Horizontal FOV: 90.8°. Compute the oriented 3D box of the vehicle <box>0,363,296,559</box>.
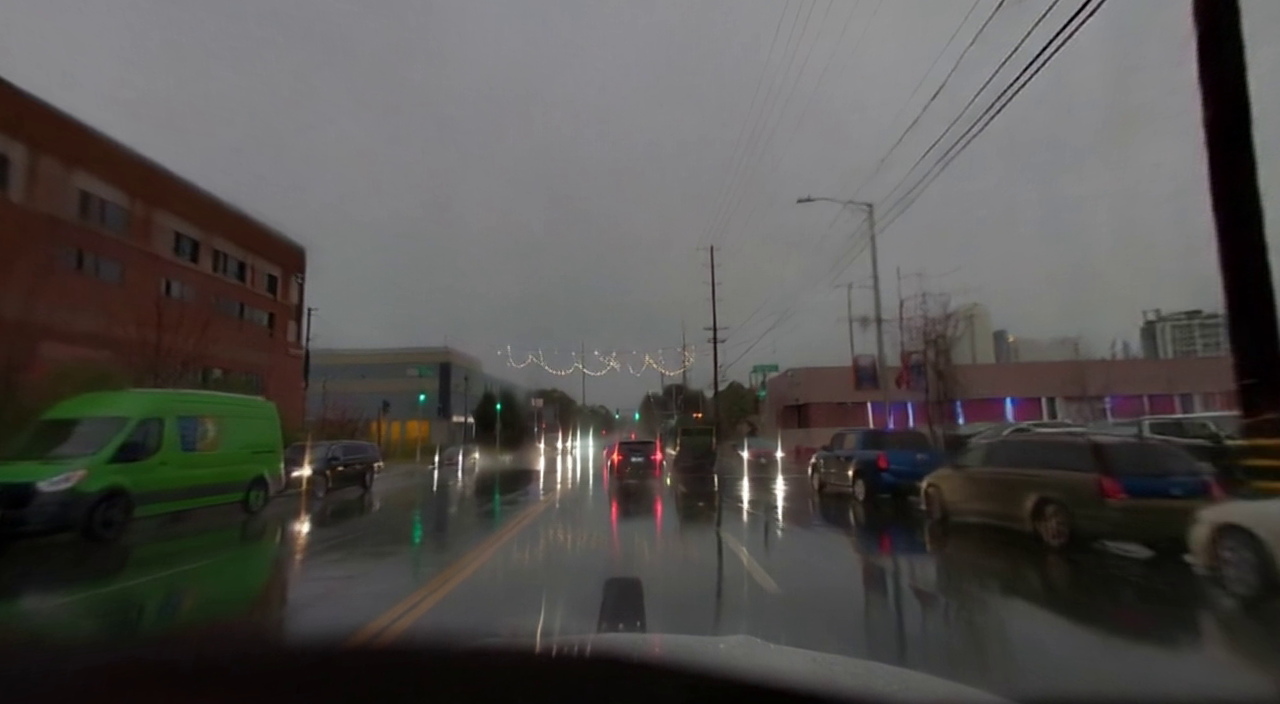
[{"bbox_3d":[-9.451,1.936,11.786,2.724,2.739,5.663,0,-8,1],"label":"vehicle"}]

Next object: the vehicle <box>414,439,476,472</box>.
[{"bbox_3d":[-10.071,5.388,32.932,1.962,1.529,4.109,2,-9,-1],"label":"vehicle"}]

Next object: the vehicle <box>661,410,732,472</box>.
[{"bbox_3d":[2.451,4.150,29.498,2.649,2.583,5.800,0,-8,-1],"label":"vehicle"}]

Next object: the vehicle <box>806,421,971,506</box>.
[{"bbox_3d":[5.938,2.734,15.942,2.079,1.788,4.974,0,-8,0],"label":"vehicle"}]

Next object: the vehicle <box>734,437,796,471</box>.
[{"bbox_3d":[5.696,4.704,29.338,1.824,1.481,4.057,0,-8,-4],"label":"vehicle"}]

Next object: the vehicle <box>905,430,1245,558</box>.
[{"bbox_3d":[6.036,1.991,9.703,1.876,1.471,4.657,0,-8,0],"label":"vehicle"}]

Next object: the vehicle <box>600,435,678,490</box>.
[{"bbox_3d":[-0.088,3.315,19.302,2.112,1.464,4.411,0,-8,-2],"label":"vehicle"}]

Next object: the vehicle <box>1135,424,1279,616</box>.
[{"bbox_3d":[5.961,1.173,4.045,2.012,1.470,4.394,0,-8,0],"label":"vehicle"}]

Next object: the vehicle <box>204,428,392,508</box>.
[{"bbox_3d":[-9.532,3.275,18.444,2.385,1.915,5.803,0,-8,-2],"label":"vehicle"}]
